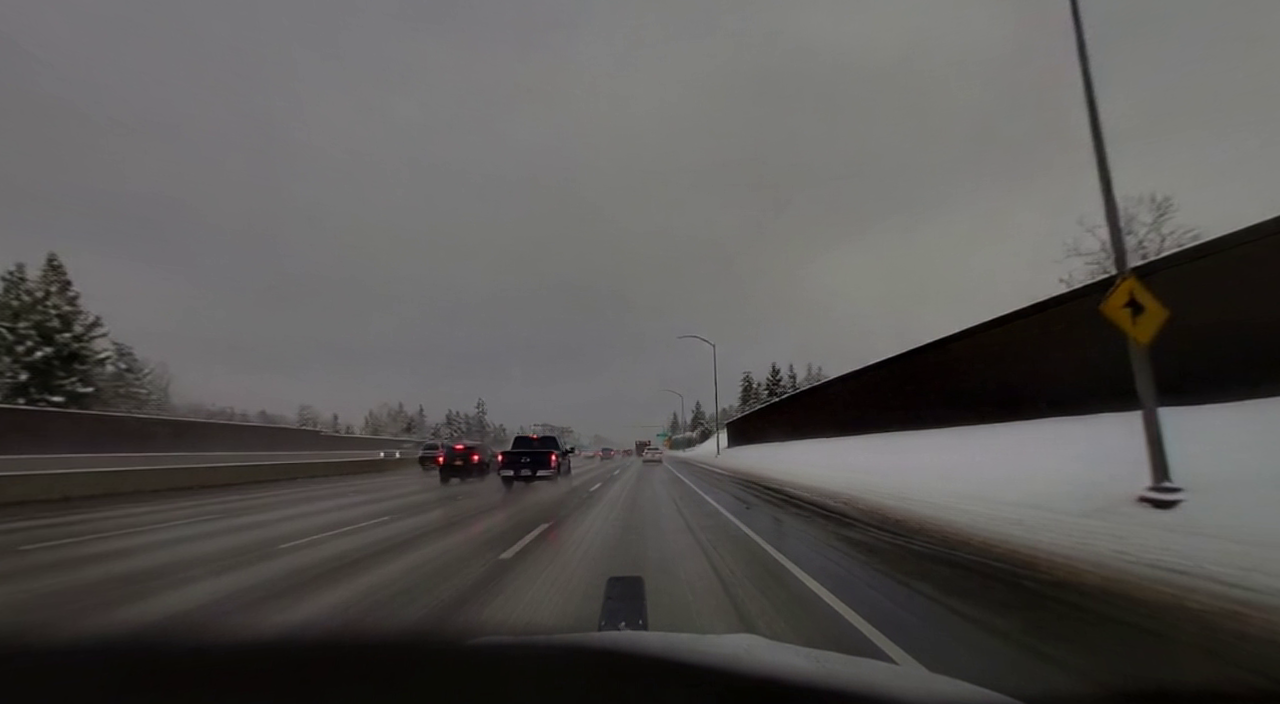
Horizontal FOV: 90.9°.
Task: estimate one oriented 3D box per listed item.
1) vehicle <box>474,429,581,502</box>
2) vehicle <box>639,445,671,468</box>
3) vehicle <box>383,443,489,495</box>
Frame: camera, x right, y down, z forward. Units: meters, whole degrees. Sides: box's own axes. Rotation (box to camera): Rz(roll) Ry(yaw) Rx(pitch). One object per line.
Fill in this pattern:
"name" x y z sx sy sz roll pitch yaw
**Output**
"vehicle" -3.029 3.172 18.156 2.124 1.787 4.830 -1 -8 1
"vehicle" 0.999 7.238 43.992 2.073 1.480 4.343 0 -8 0
"vehicle" -6.370 3.673 20.296 1.887 1.475 4.316 -1 -8 1
